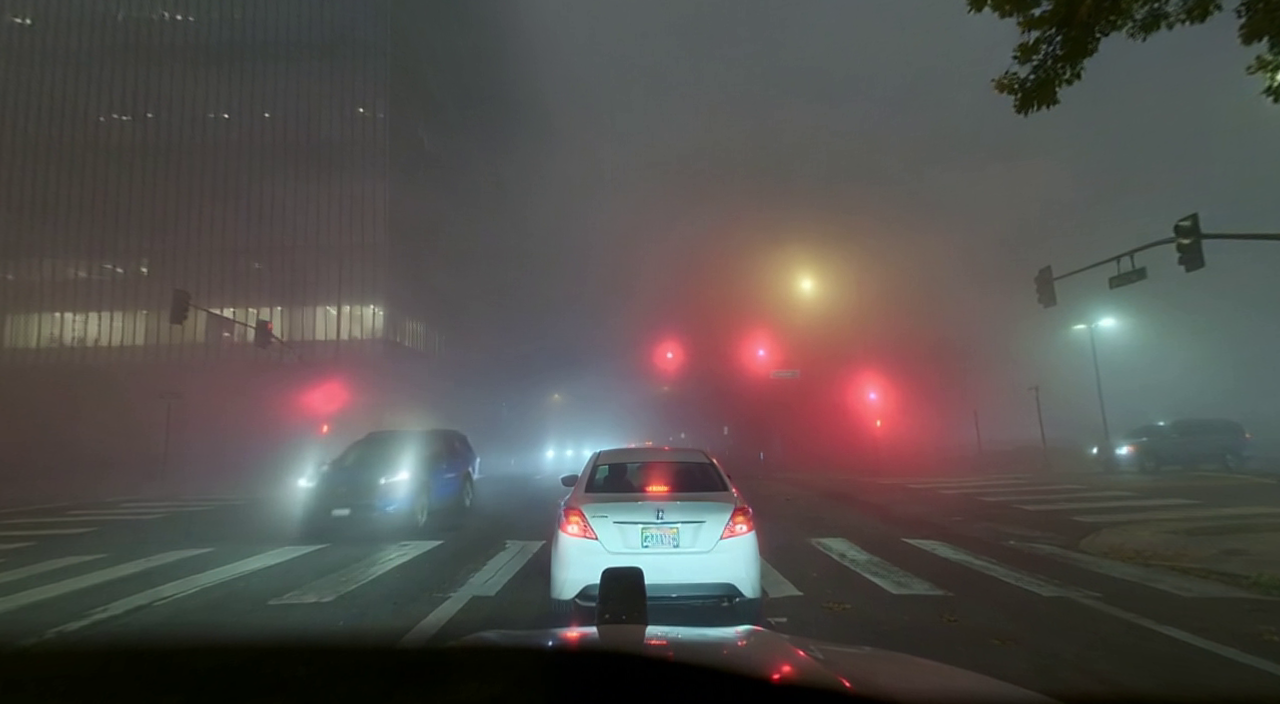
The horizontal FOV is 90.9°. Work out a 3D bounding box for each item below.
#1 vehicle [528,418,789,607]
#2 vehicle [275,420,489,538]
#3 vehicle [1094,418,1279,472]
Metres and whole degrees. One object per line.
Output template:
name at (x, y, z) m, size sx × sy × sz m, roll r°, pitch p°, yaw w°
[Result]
vehicle at (-0.141, 1.653, 7.485) m, size 1.893 × 1.532 × 4.145 m, roll 2°, pitch -9°, yaw -16°
vehicle at (-4.461, 2.257, 11.883) m, size 2.006 × 1.756 × 4.599 m, roll 0°, pitch -8°, yaw 1°
vehicle at (19.118, 3.269, 22.225) m, size 4.675 × 1.772 × 1.945 m, roll 0°, pitch -8°, yaw 0°
